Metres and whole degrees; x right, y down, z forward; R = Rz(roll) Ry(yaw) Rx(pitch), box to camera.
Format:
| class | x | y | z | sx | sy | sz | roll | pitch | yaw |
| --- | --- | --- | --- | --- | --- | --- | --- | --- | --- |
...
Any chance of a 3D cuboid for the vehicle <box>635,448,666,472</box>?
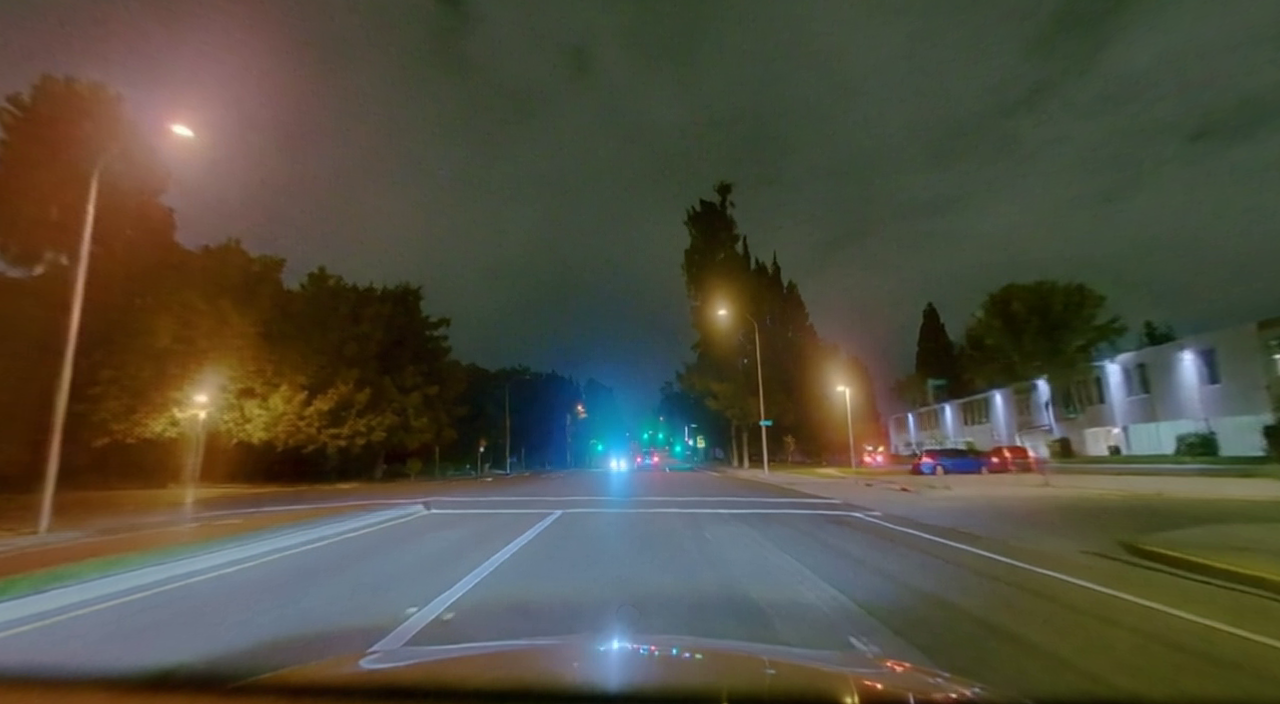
| class | x | y | z | sx | sy | sz | roll | pitch | yaw |
| --- | --- | --- | --- | --- | --- | --- | --- | --- | --- |
| vehicle | 0.775 | 8.132 | 47.555 | 2.200 | 1.653 | 4.127 | 0 | -9 | 0 |

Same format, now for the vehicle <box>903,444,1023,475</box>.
| class | x | y | z | sx | sy | sz | roll | pitch | yaw |
| --- | --- | --- | --- | --- | --- | --- | --- | --- | --- |
| vehicle | 15.942 | 5.299 | 31.267 | 4.824 | 1.462 | 1.974 | 0 | -9 | -1 |
